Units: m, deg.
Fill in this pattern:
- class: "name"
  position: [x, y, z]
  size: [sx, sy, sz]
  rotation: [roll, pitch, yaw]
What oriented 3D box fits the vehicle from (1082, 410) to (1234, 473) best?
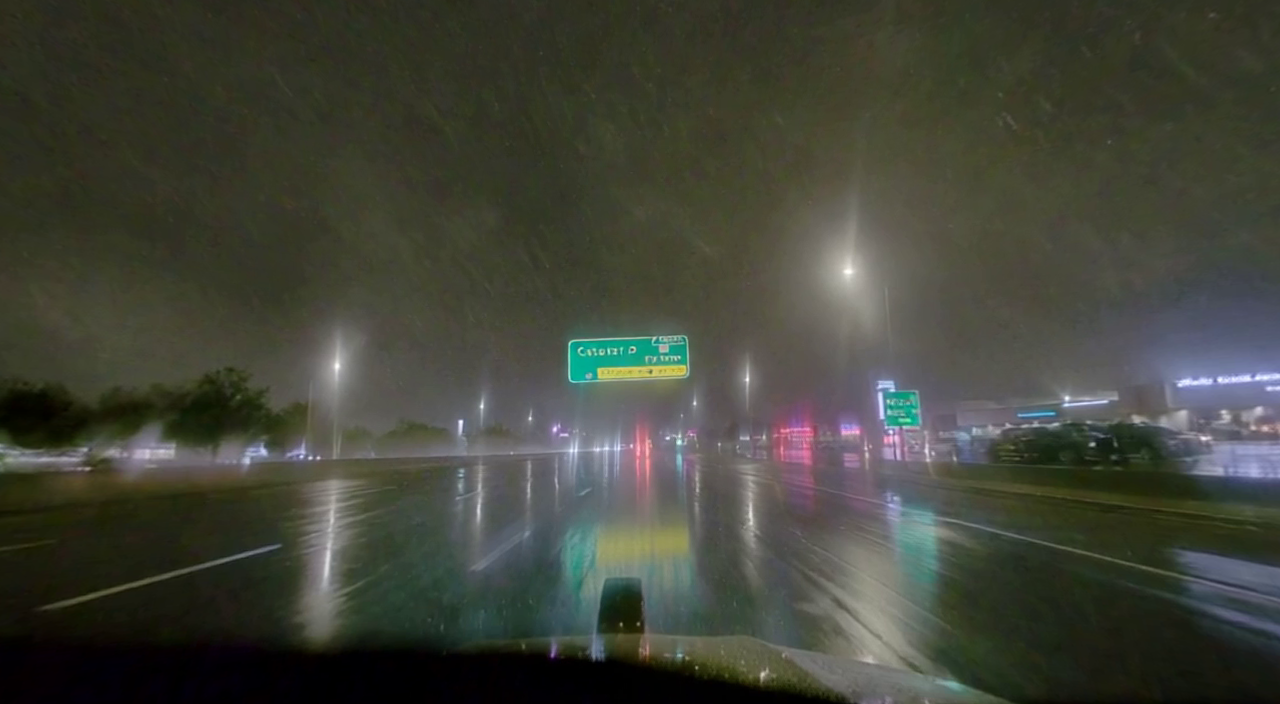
- class: "vehicle"
  position: [37.918, 6.695, 46.721]
  size: [2.959, 4.000, 8.873]
  rotation: [-4, -9, -3]
